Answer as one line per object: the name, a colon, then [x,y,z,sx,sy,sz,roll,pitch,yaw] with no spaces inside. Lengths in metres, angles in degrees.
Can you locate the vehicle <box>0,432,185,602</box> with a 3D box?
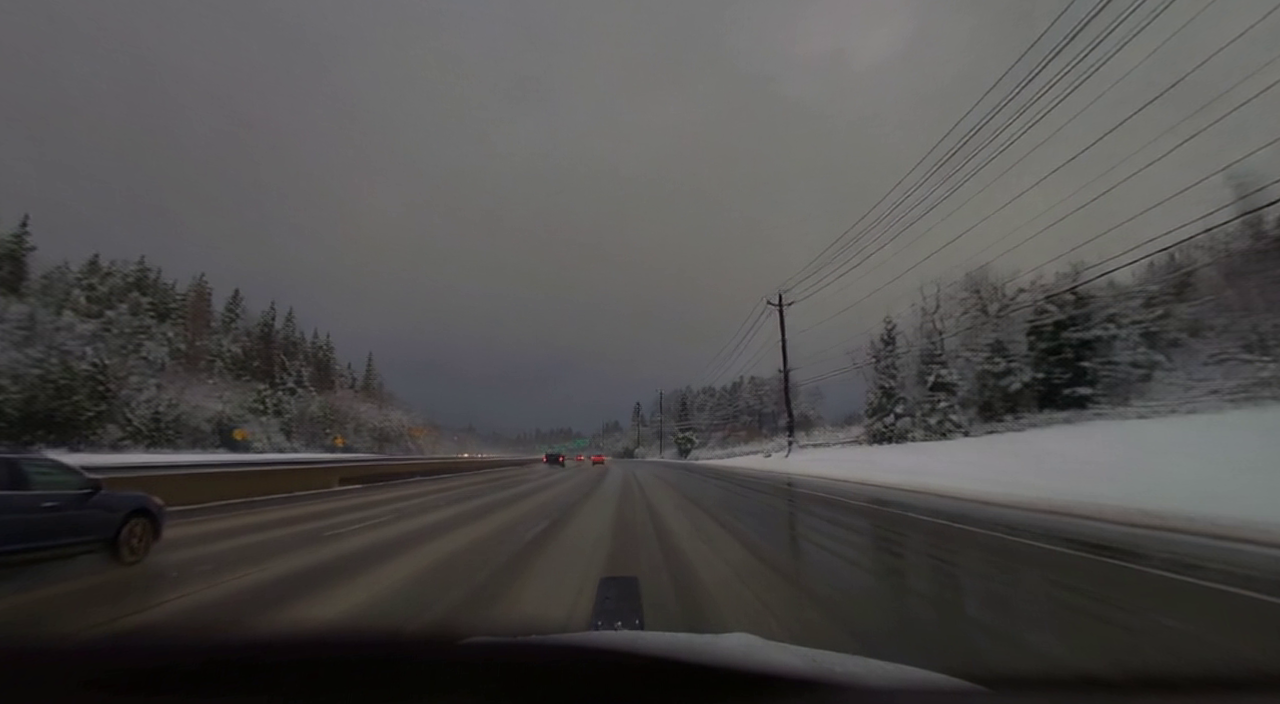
vehicle: [-6.832,1.521,5.860,1.999,1.527,4.238,0,-9,0]

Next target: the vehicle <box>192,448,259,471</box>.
vehicle: [-28.805,7.456,43.893,1.785,1.529,4.337,0,-9,-2]
